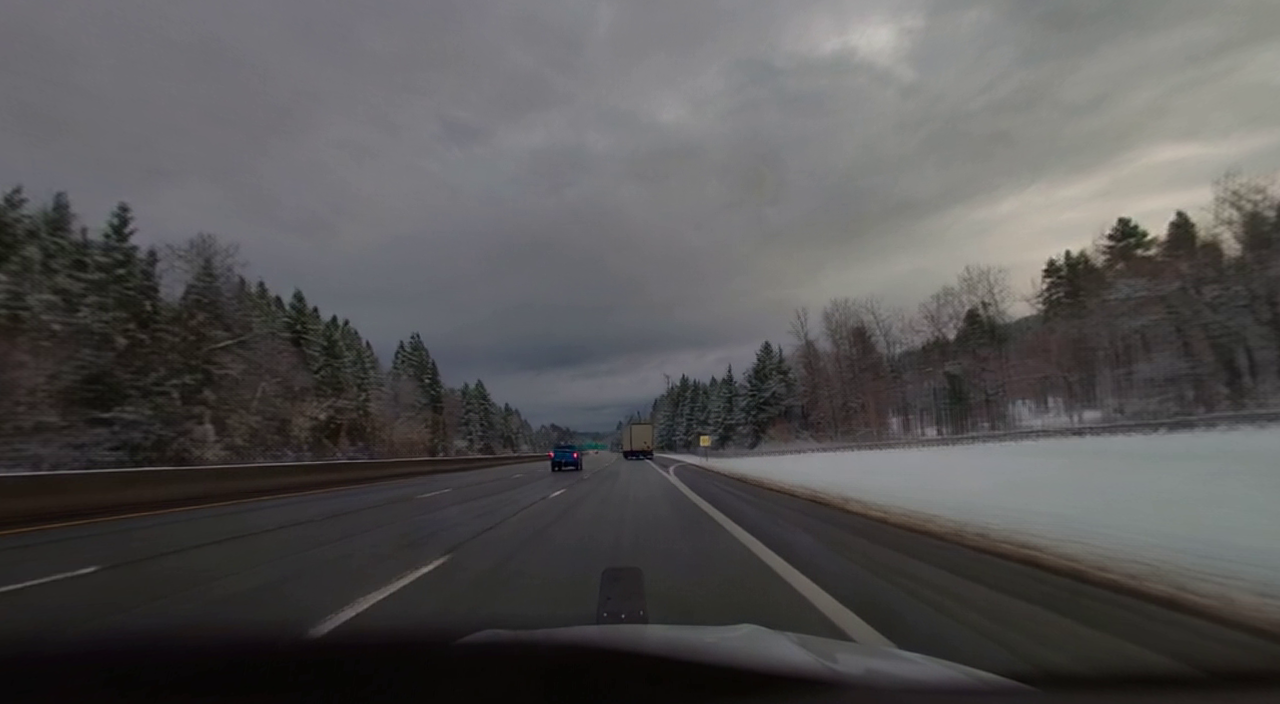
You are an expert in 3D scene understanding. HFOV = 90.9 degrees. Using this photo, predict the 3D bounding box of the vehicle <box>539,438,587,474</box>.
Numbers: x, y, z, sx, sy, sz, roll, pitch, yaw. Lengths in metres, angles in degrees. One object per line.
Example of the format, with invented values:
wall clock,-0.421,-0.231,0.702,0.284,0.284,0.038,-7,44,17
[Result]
vehicle,-4.329,5.985,36.462,2.124,1.888,5.226,0,-9,0
